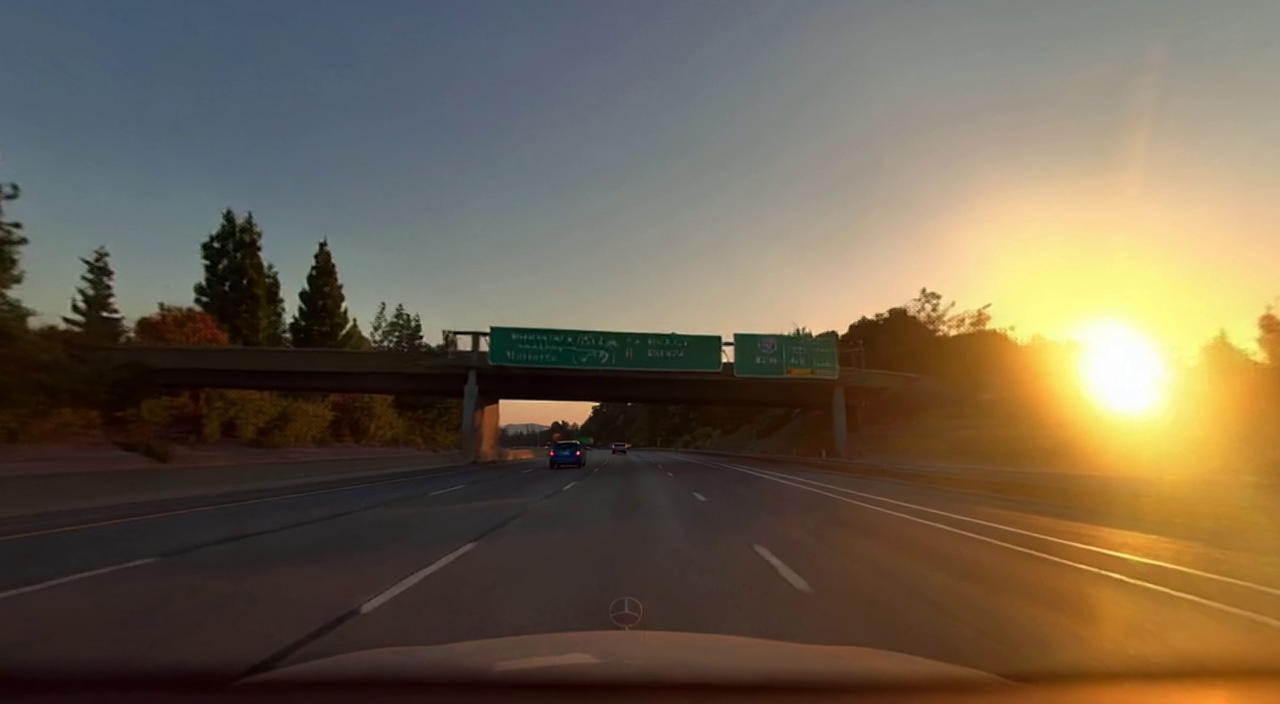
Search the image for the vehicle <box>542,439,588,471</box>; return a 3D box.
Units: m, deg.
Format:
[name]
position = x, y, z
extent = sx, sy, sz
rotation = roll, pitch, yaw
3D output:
[vehicle]
position = -4.249, 5.924, 36.586
extent = 2.162, 1.724, 4.537
rotation = 0, -8, -1
